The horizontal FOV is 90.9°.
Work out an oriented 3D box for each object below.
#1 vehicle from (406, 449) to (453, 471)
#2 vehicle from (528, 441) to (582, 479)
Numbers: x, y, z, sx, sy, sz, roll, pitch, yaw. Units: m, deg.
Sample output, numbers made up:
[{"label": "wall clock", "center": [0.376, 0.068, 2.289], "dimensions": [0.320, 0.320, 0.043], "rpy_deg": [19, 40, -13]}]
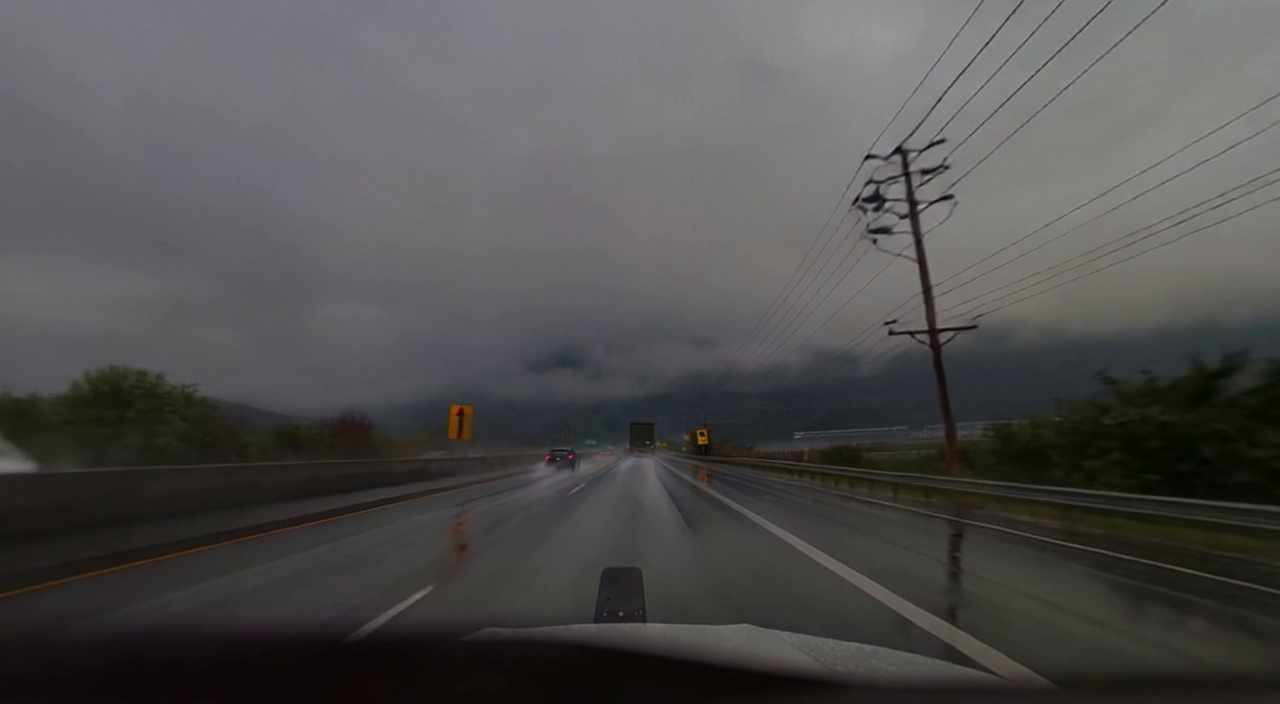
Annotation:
[{"label": "vehicle", "center": [-16.042, 8.256, 48.348], "dimensions": [1.956, 1.544, 4.599], "rpy_deg": [0, -9, 1]}, {"label": "vehicle", "center": [-4.131, 5.301, 31.251], "dimensions": [2.111, 1.735, 4.066], "rpy_deg": [0, -9, 0]}]
